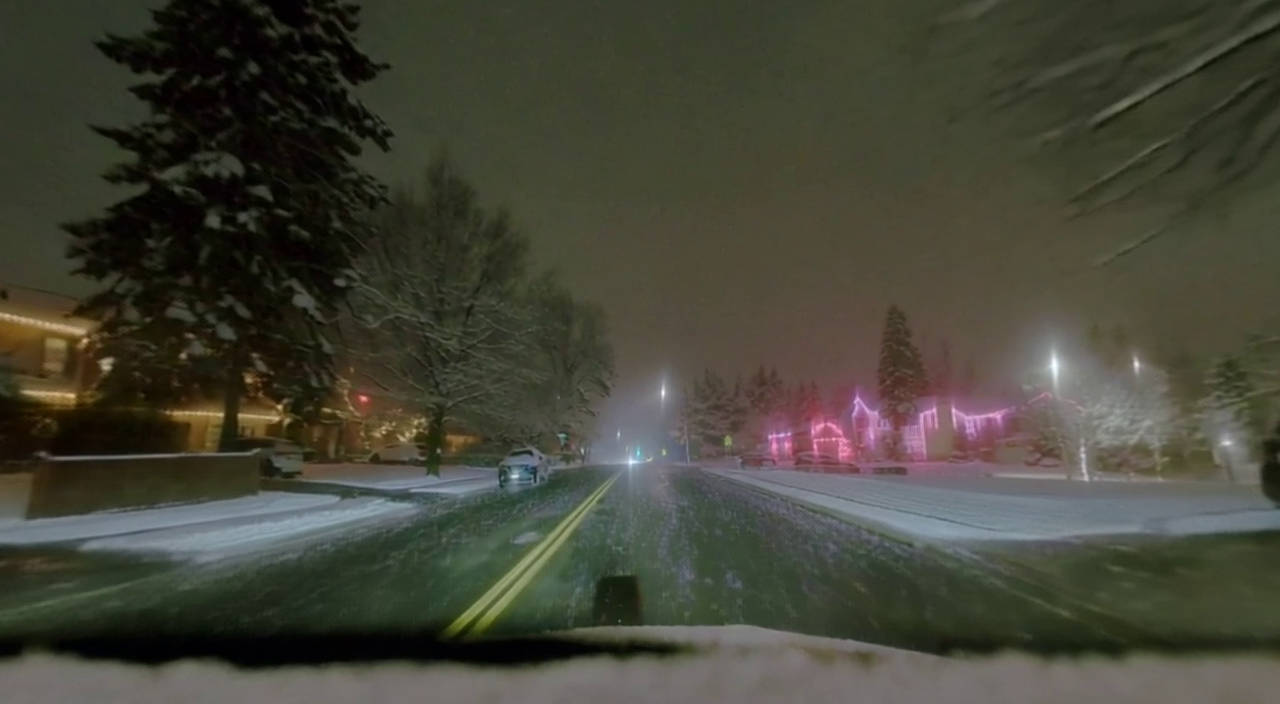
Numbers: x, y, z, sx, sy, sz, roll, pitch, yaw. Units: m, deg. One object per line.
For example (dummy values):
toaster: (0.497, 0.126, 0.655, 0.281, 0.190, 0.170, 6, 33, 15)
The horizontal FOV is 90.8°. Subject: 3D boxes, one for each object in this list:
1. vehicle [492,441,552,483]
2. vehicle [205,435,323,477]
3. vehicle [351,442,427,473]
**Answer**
vehicle: (-5.662, 5.447, 30.776, 1.924, 1.765, 4.542, -3, -12, 1)
vehicle: (-14.667, 4.032, 24.543, 4.668, 1.491, 1.941, -6, -10, 32)
vehicle: (-16.872, 7.072, 42.346, 4.742, 1.495, 1.963, -11, -11, 23)
